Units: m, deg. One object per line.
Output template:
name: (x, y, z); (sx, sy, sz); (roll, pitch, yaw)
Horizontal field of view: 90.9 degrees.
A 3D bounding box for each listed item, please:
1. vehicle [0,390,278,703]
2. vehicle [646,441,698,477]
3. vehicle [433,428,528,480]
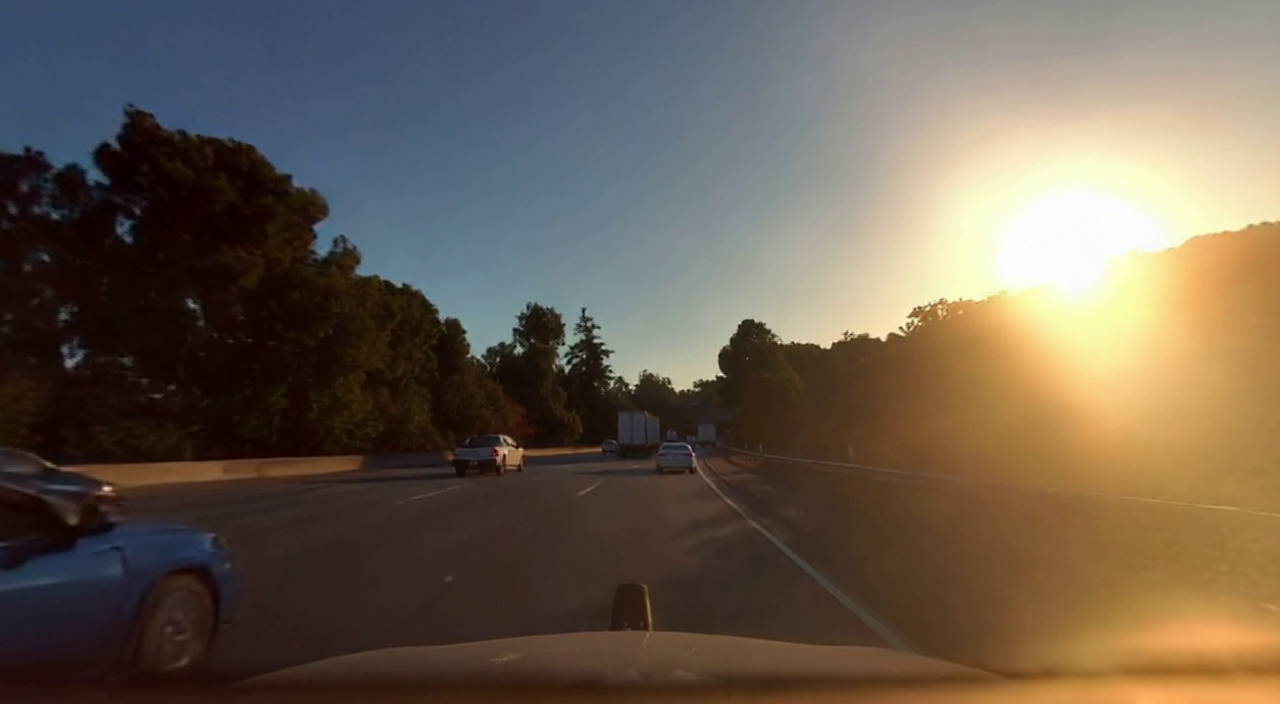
vehicle: (-3.596, 0.830, 2.082); (1.916, 1.486, 4.631); (0, -8, 2)
vehicle: (1.322, 4.362, 26.051); (1.984, 1.365, 3.767); (0, -8, 3)
vehicle: (-6.118, 4.000, 24.911); (2.142, 1.833, 4.854); (-1, -8, 4)
